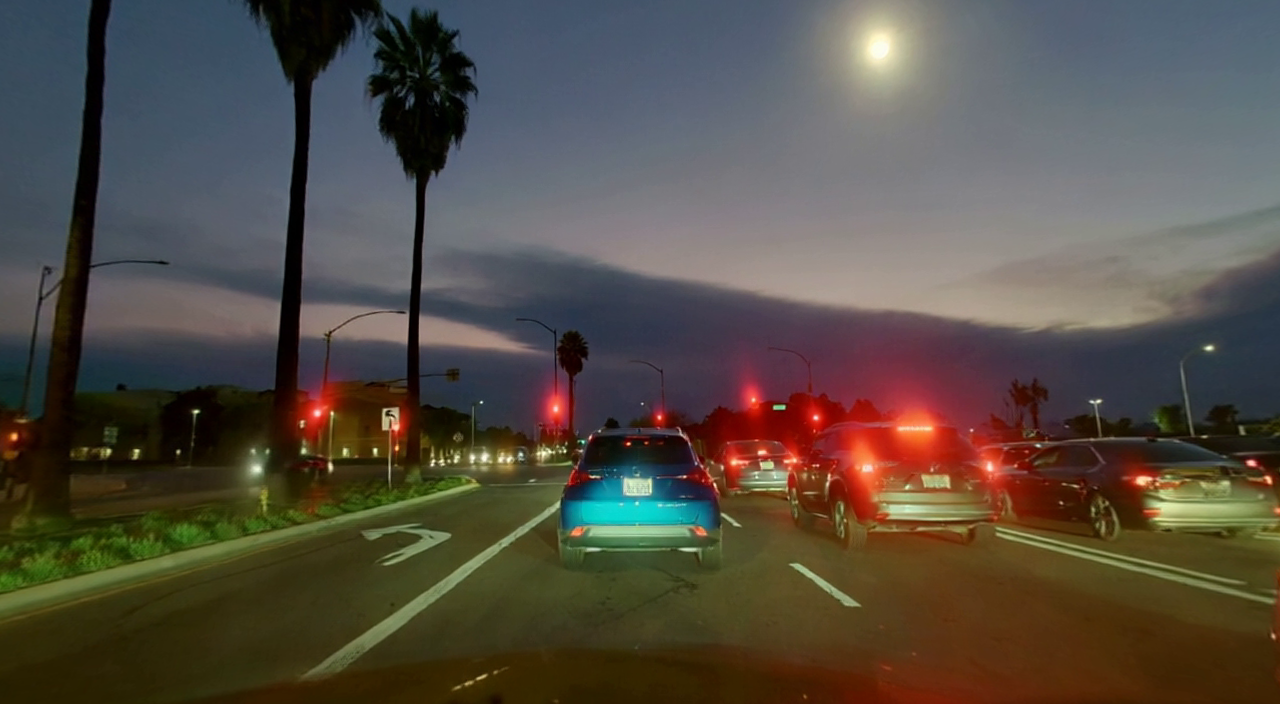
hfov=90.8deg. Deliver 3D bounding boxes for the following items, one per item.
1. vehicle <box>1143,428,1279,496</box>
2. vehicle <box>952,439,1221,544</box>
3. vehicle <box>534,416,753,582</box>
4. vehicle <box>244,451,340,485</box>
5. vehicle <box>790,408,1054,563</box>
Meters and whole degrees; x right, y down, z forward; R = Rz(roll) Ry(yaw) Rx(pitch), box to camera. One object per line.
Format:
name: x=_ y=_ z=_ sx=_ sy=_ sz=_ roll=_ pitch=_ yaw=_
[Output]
vehicle: x=18.062 y=3.201 z=18.486 sx=4.786 sy=1.848 sz=2.107 roll=0 pitch=-9 yaw=-1
vehicle: x=7.370 y=2.298 z=11.056 sx=1.832 sy=1.477 sz=3.981 roll=0 pitch=-9 yaw=2
vehicle: x=0.027 y=1.711 z=8.117 sx=2.083 sy=1.572 sz=4.021 roll=0 pitch=-9 yaw=0
vehicle: x=-16.341 y=5.452 z=29.978 sx=2.021 sy=1.464 sz=4.505 roll=0 pitch=-9 yaw=-1
vehicle: x=3.669 y=1.815 z=9.247 sx=1.947 sy=1.725 sz=4.159 roll=0 pitch=-9 yaw=0
